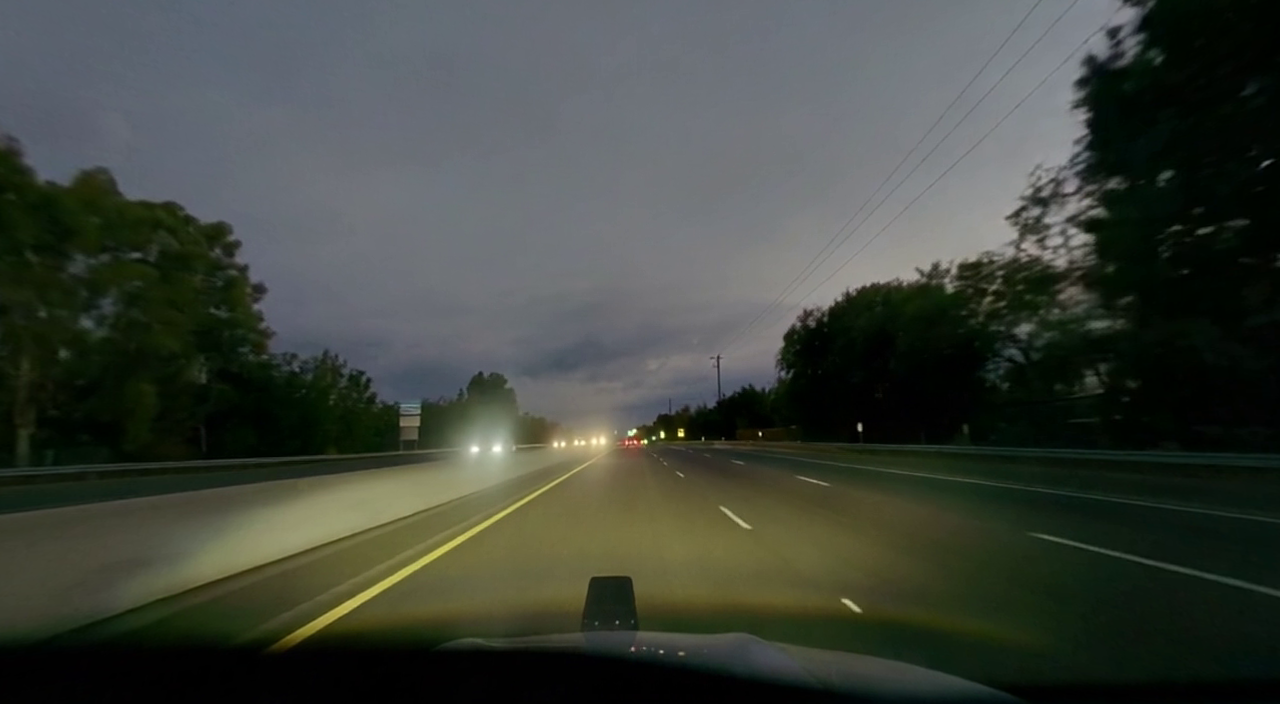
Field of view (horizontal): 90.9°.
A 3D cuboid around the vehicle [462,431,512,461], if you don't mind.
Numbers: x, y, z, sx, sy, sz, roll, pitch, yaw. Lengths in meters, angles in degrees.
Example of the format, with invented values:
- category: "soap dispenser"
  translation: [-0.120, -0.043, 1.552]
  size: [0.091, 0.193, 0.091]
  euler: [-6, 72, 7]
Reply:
- category: "vehicle"
  translation: [-9.889, 6.082, 41.042]
  size: [2.174, 1.820, 4.527]
  euler: [0, -8, -1]
